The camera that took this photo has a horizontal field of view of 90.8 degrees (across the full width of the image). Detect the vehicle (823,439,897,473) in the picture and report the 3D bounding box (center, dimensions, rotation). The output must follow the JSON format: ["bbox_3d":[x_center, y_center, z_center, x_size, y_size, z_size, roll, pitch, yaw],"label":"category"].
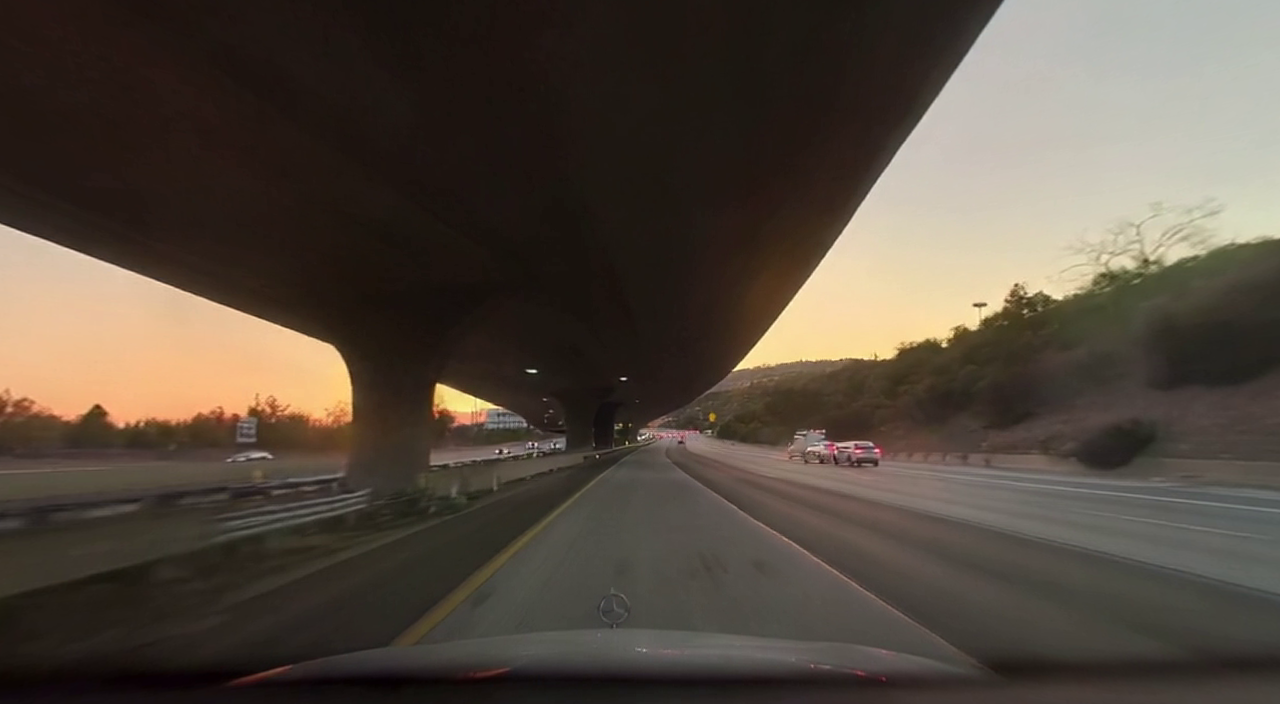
[{"bbox_3d":[11.253,5.344,32.727,2.229,1.599,4.253,0,-8,-1],"label":"vehicle"}]
